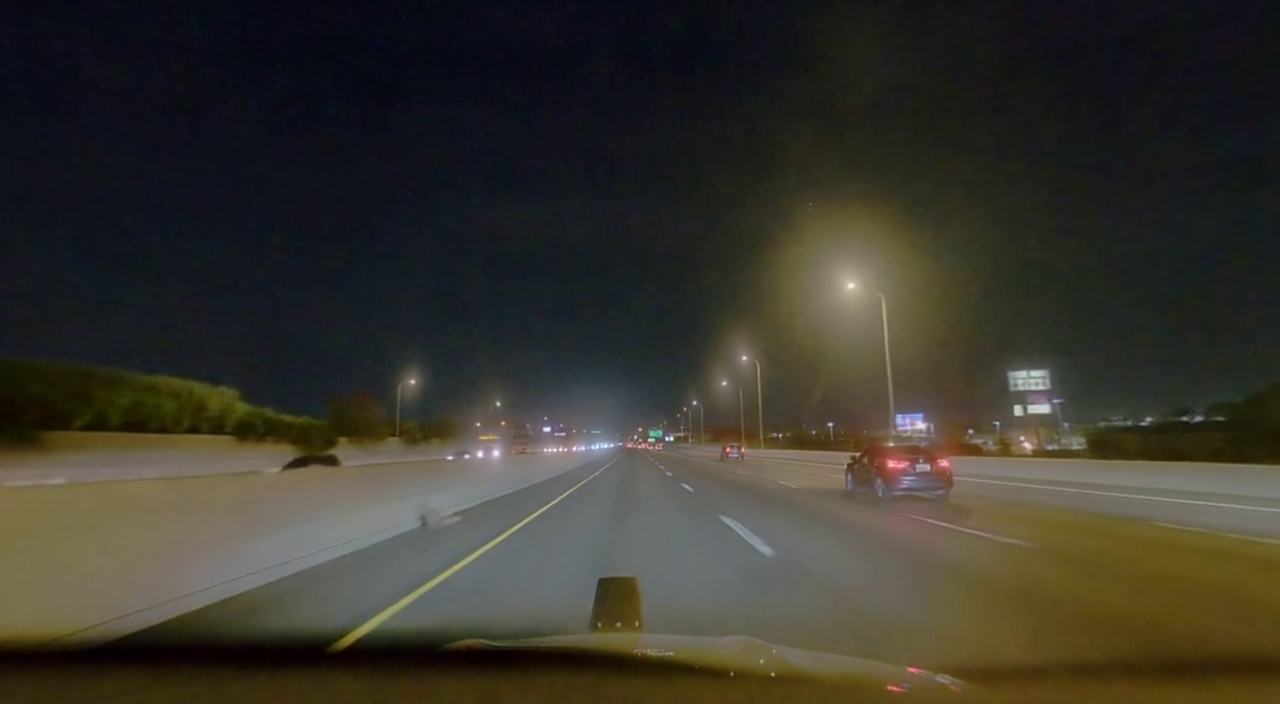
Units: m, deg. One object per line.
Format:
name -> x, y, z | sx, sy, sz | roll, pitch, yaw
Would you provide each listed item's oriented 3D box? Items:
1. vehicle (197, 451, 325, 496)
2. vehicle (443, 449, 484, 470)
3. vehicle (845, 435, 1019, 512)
vehicle -> -14.112, 4.517, 23.894 | 1.967, 1.473, 4.635 | 0, -9, 0
vehicle -> -13.818, 8.397, 49.661 | 1.911, 1.500, 4.555 | 0, -9, 0
vehicle -> 6.774, 2.846, 15.362 | 1.901, 1.548, 4.684 | 0, -9, -1
